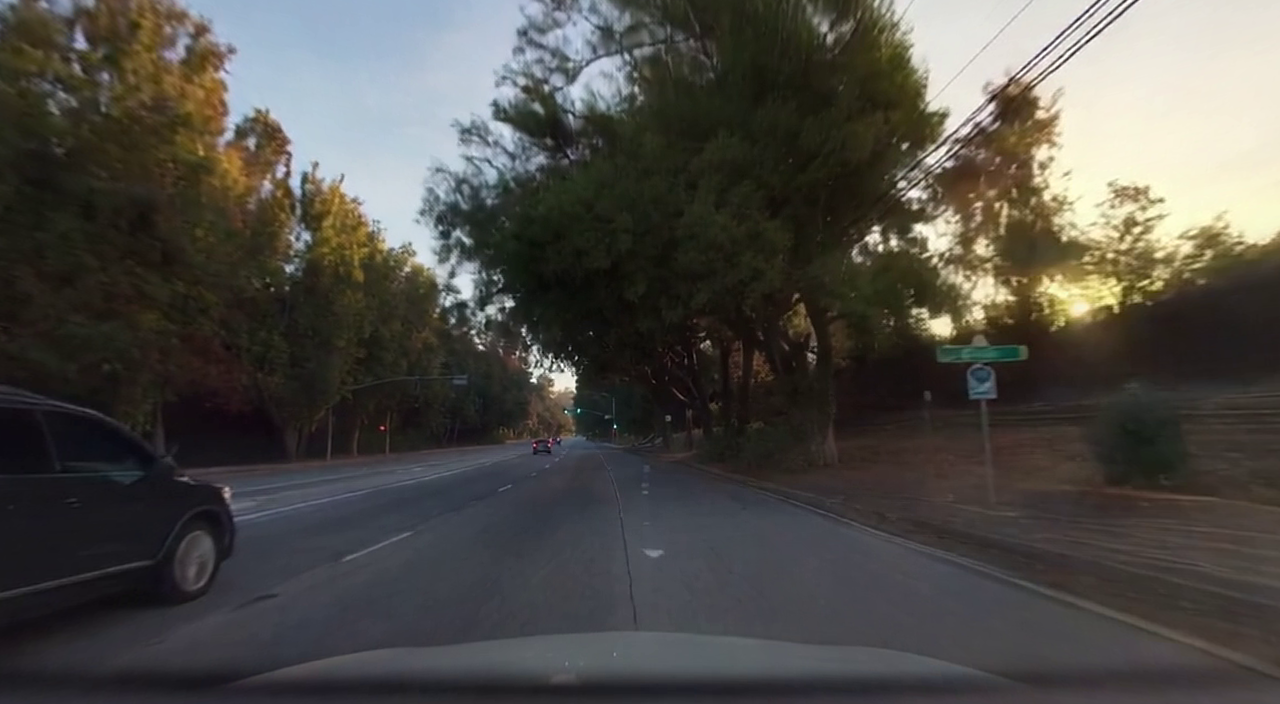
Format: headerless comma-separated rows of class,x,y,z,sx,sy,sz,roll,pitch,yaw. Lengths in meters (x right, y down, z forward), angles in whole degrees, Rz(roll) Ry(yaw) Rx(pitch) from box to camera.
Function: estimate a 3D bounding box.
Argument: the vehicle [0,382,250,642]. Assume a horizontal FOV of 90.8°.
vehicle,-5.505,1.110,4.443,2.374,1.727,5.175,0,-9,-3
